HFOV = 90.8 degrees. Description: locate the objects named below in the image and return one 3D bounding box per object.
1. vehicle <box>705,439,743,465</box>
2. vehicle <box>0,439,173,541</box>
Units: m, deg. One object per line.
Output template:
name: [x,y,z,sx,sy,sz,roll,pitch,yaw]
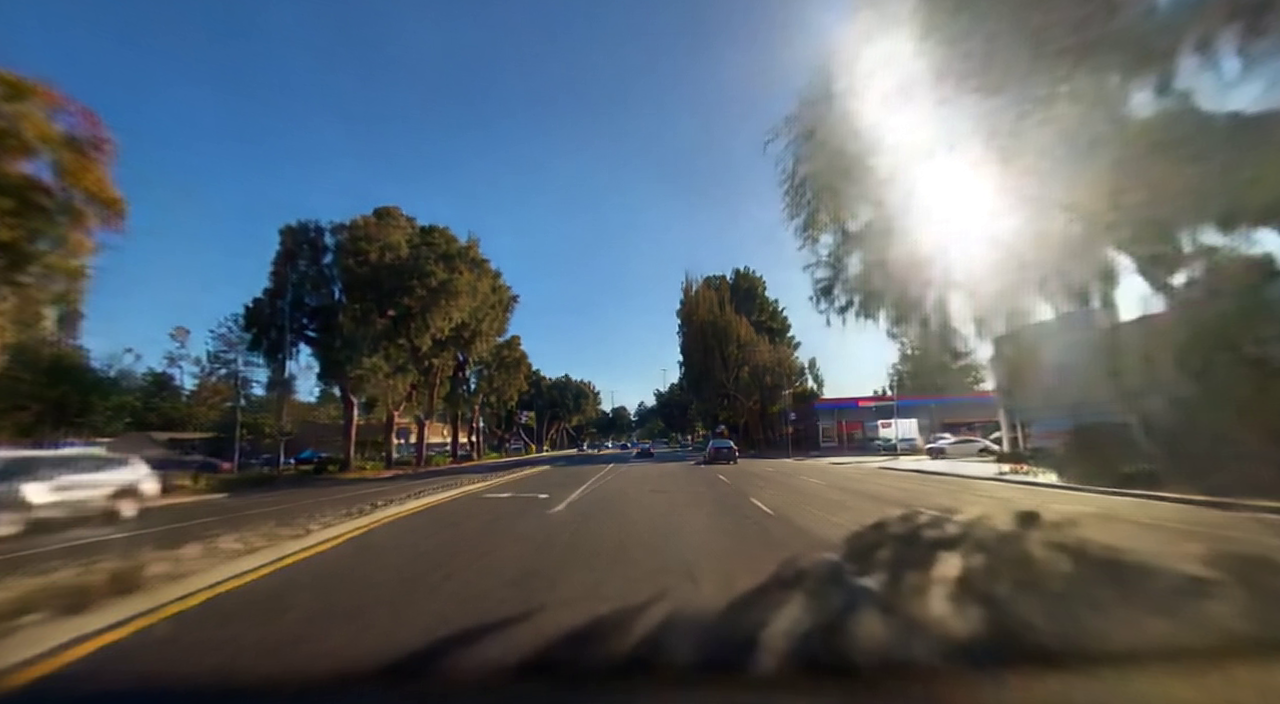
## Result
vehicle: [5.481,6.580,41.729,1.957,1.643,4.226,0,-9,1]
vehicle: [-13.609,2.966,14.137,2.225,1.961,5.380,0,-9,-1]
